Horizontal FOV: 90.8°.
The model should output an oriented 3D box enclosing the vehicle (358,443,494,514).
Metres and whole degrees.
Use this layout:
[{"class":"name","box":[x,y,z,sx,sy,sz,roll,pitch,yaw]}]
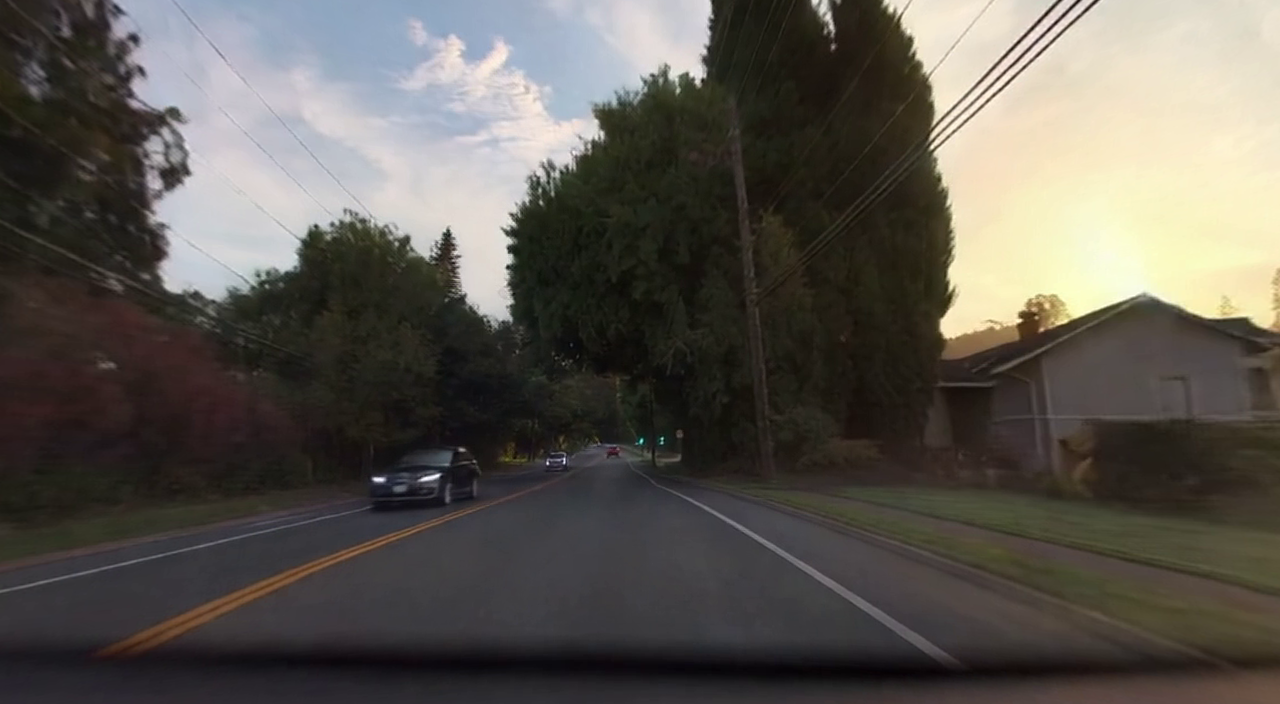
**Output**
[{"class":"vehicle","box":[-5.653,3.360,17.415,2.121,1.653,4.510,0,-8,0]}]
